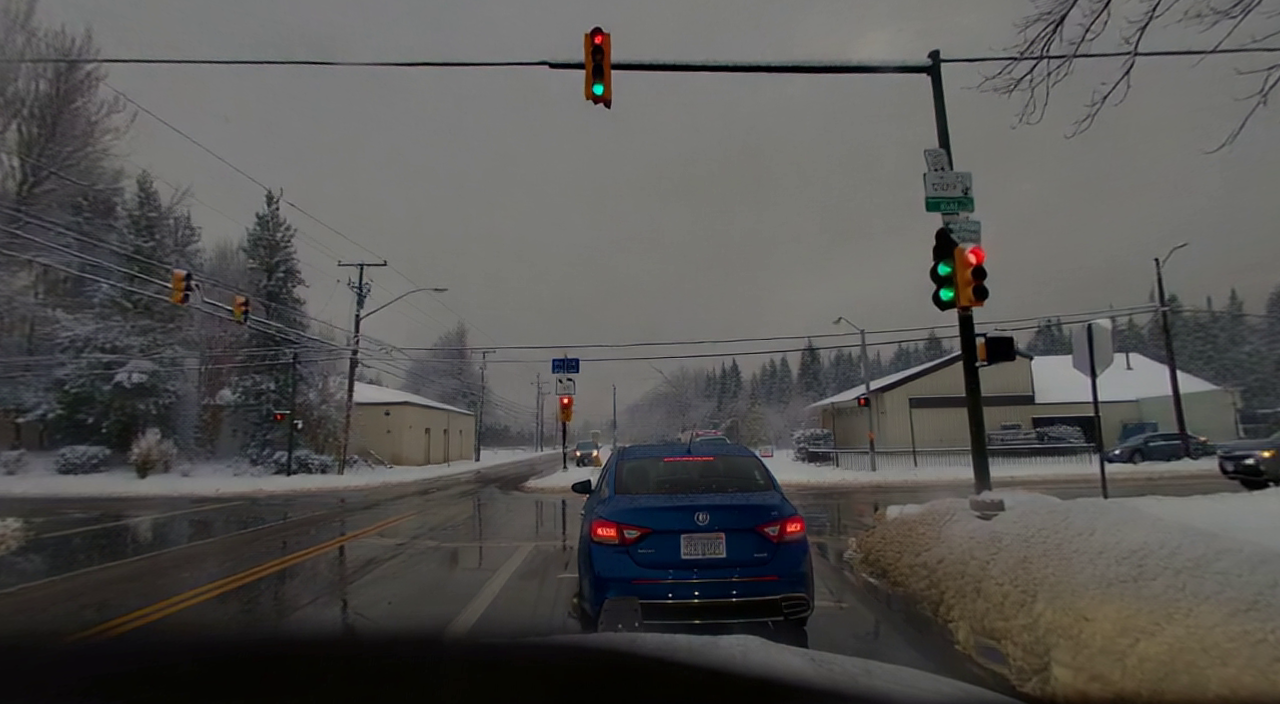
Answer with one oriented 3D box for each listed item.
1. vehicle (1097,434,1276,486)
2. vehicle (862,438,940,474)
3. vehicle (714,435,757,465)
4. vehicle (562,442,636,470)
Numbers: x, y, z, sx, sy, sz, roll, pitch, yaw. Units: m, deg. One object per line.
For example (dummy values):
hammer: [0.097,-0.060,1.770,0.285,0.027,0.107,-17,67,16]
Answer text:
vehicle: [16.791,3.320,19.516,3.876,1.512,1.784,0,-8,-1]
vehicle: [12.396,5.041,30.270,1.922,1.529,3.964,0,-12,-1]
vehicle: [6.943,7.147,46.140,1.491,2.041,2.964,6,-9,-35]
vehicle: [-2.447,6.156,37.559,3.991,1.526,1.868,-4,-9,30]
